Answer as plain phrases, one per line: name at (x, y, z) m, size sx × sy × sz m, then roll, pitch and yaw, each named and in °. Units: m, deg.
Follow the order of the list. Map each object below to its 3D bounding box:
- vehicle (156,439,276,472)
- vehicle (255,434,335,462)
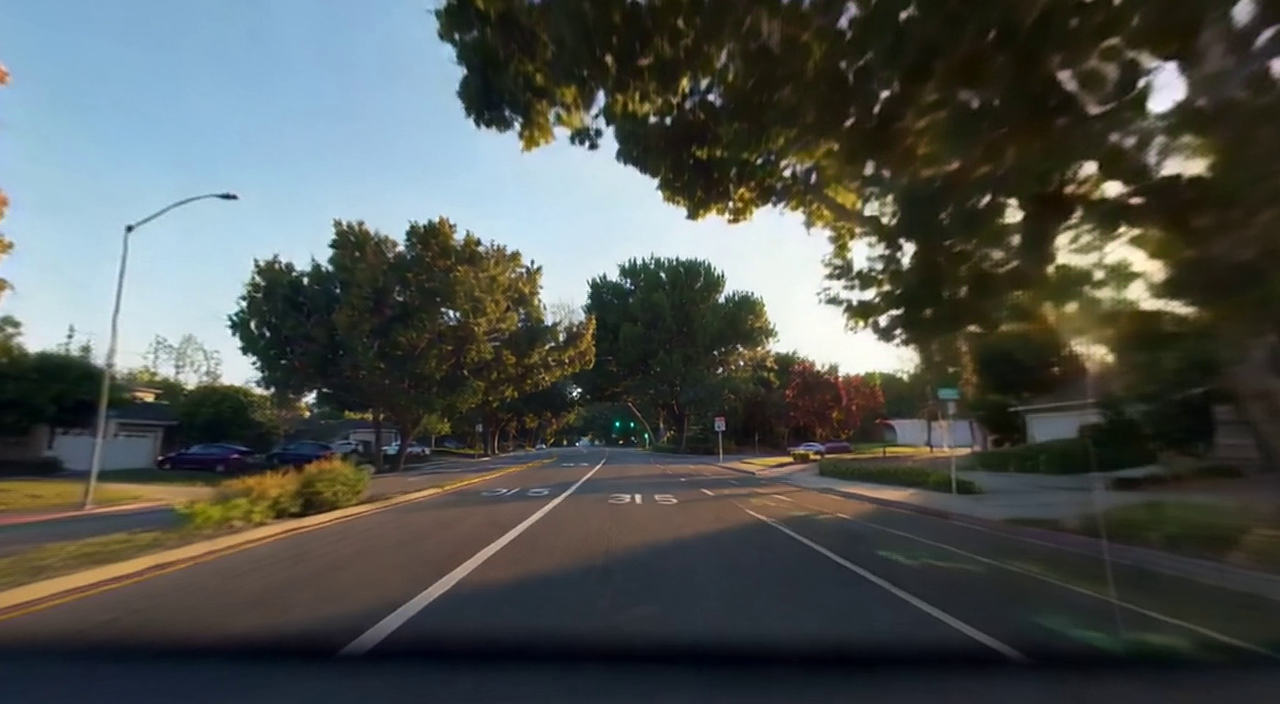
vehicle at (-20.714, 5.065, 31.000) m, size 4.536 × 1.502 × 1.975 m, roll -1°, pitch -8°, yaw 4°
vehicle at (-21.759, 6.095, 39.959) m, size 3.886 × 1.641 × 1.850 m, roll 1°, pitch -10°, yaw -1°
